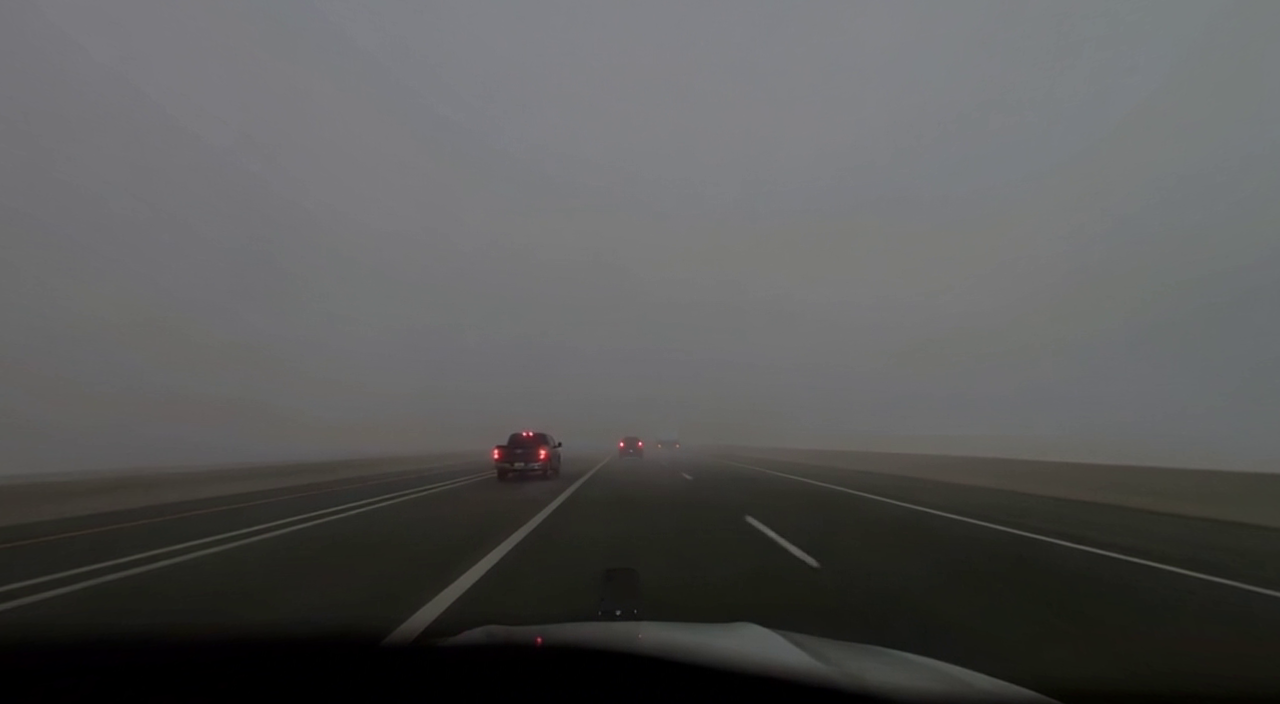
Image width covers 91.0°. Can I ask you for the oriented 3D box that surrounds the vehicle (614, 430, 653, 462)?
[{"bbox_3d":[-0.510,6.283,42.262,2.456,2.007,4.728,0,-8,-2],"label":"vehicle"}]

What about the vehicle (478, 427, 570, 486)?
[{"bbox_3d":[-3.786,3.499,21.461,2.326,1.761,4.450,0,-8,0],"label":"vehicle"}]
